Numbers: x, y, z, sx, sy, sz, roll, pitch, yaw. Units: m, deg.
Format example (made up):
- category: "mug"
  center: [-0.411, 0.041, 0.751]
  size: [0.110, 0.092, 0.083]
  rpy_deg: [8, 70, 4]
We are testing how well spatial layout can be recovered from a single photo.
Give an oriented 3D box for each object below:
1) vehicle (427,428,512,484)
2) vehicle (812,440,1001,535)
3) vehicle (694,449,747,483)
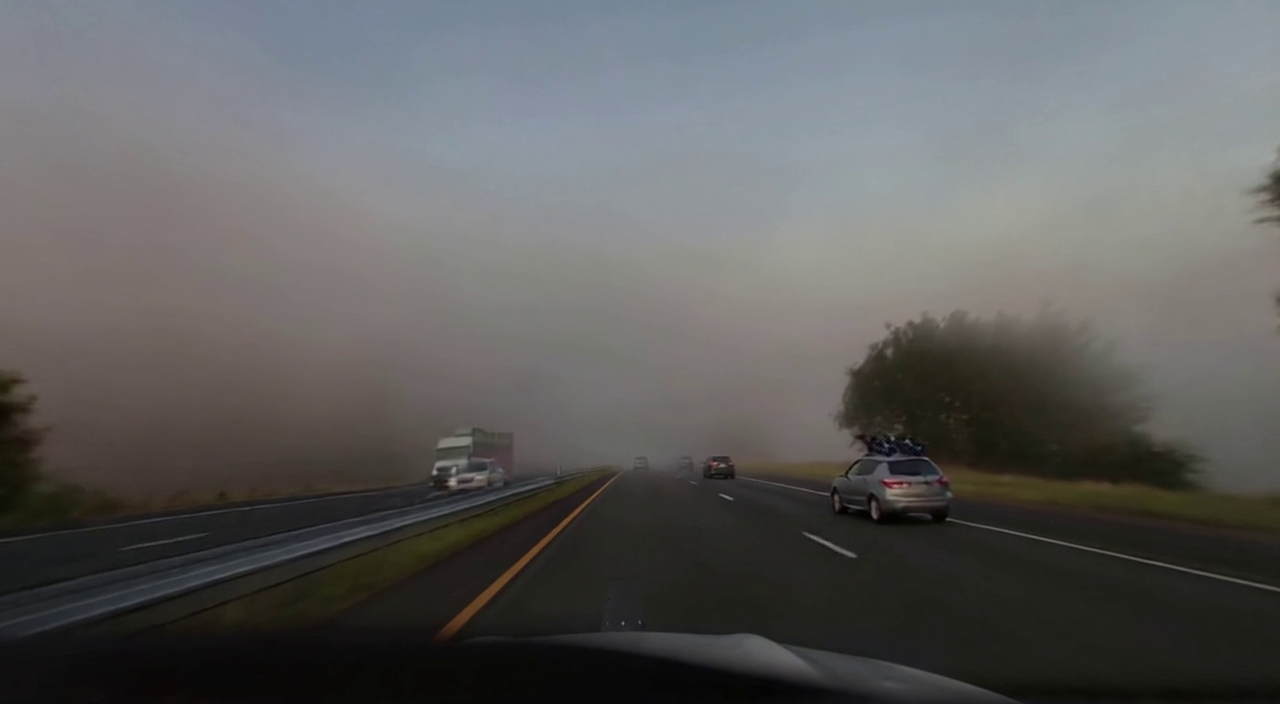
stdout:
- category: "vehicle"
  center: [-12.579, 7.871, 47.990]
  size: [3.046, 3.630, 12.421]
  rpy_deg: [0, -9, 0]
- category: "vehicle"
  center: [4.883, 2.513, 12.205]
  size: [1.964, 1.513, 3.707]
  rpy_deg: [0, -9, -1]
- category: "vehicle"
  center: [4.116, 5.916, 33.012]
  size: [2.122, 1.662, 4.392]
  rpy_deg: [0, -9, -1]
